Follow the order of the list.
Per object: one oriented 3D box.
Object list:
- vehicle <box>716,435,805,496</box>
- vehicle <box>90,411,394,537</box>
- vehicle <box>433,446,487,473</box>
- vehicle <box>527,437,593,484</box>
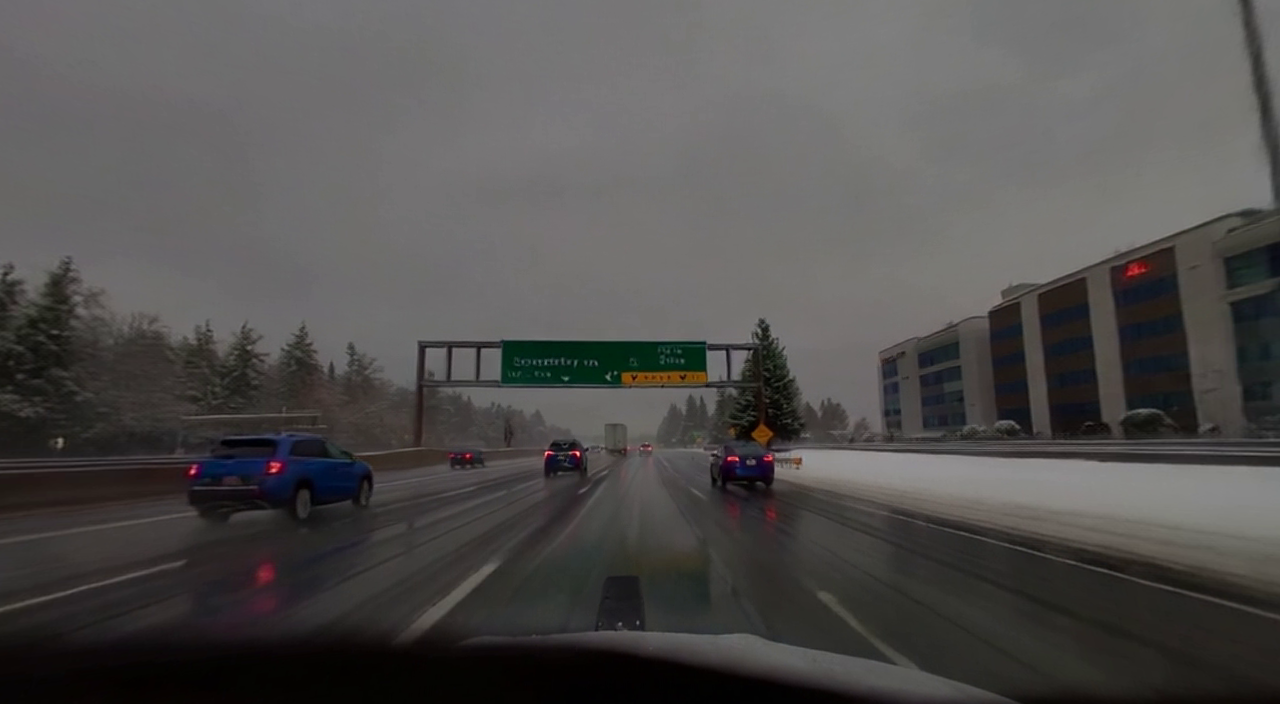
[{"bbox_3d":[3.798,3.654,20.669,2.101,1.742,4.495,0,-9,1],"label":"vehicle"},{"bbox_3d":[-7.007,2.234,12.128,2.314,1.842,5.279,0,-9,1],"label":"vehicle"},{"bbox_3d":[-10.831,6.500,38.240,1.919,1.509,4.265,0,-9,1],"label":"vehicle"},{"bbox_3d":[-3.203,4.471,26.131,2.111,1.742,4.315,0,-9,1],"label":"vehicle"}]
